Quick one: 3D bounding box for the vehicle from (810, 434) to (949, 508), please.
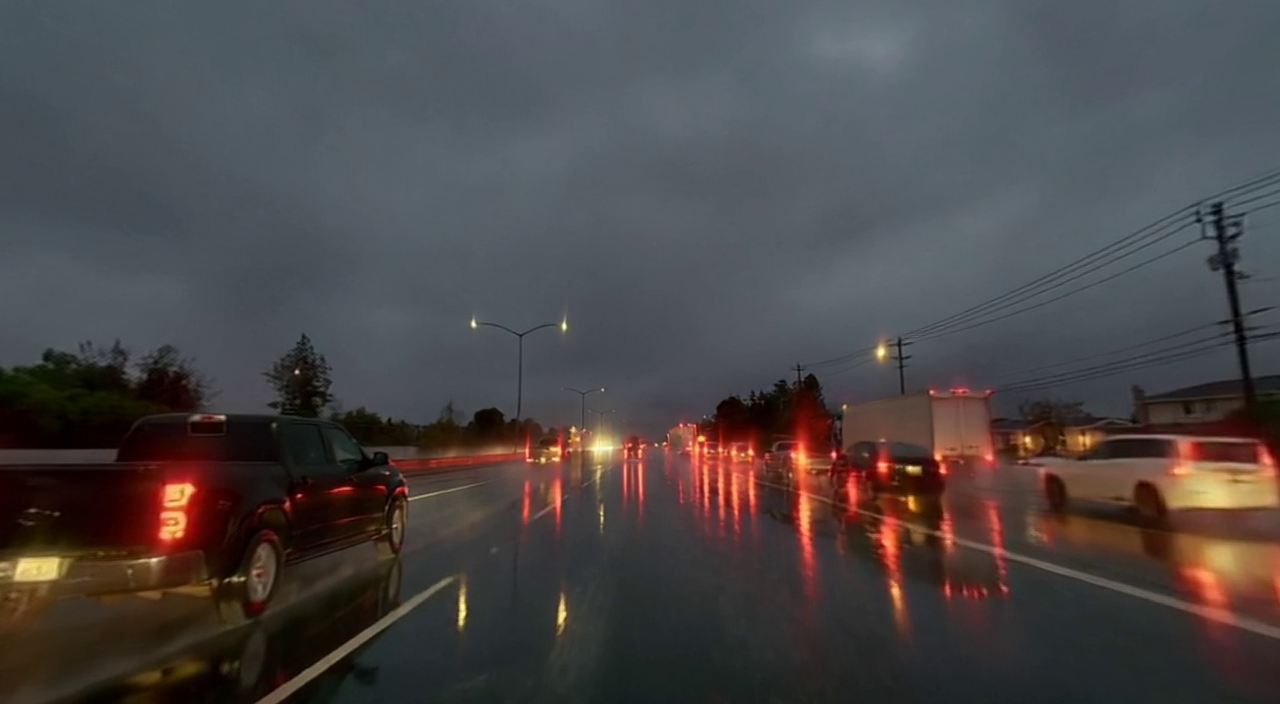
[{"bbox_3d":[5.755,2.891,15.775,1.956,1.576,4.211,0,-8,2],"label":"vehicle"}]

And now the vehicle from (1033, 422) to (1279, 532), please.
[{"bbox_3d":[10.494,2.371,12.634,2.046,1.754,4.862,0,-8,0],"label":"vehicle"}]

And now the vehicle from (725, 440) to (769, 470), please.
[{"bbox_3d":[6.503,6.265,38.597,1.977,1.705,4.078,0,-8,0],"label":"vehicle"}]

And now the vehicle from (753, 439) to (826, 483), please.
[{"bbox_3d":[6.061,4.435,26.015,1.989,1.642,4.082,0,-8,0],"label":"vehicle"}]

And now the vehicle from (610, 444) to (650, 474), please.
[{"bbox_3d":[-0.496,5.817,34.632,2.060,1.508,4.308,0,-8,0],"label":"vehicle"}]

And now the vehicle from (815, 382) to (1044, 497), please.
[{"bbox_3d":[10.293,3.476,24.829,3.442,3.405,11.948,0,-8,0],"label":"vehicle"}]

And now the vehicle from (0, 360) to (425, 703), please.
[{"bbox_3d":[-3.573,1.197,4.978,2.127,1.705,4.374,0,-8,1],"label":"vehicle"}]

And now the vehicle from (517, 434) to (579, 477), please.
[{"bbox_3d":[-4.195,4.817,29.557,2.147,1.825,4.602,0,-8,1],"label":"vehicle"}]
